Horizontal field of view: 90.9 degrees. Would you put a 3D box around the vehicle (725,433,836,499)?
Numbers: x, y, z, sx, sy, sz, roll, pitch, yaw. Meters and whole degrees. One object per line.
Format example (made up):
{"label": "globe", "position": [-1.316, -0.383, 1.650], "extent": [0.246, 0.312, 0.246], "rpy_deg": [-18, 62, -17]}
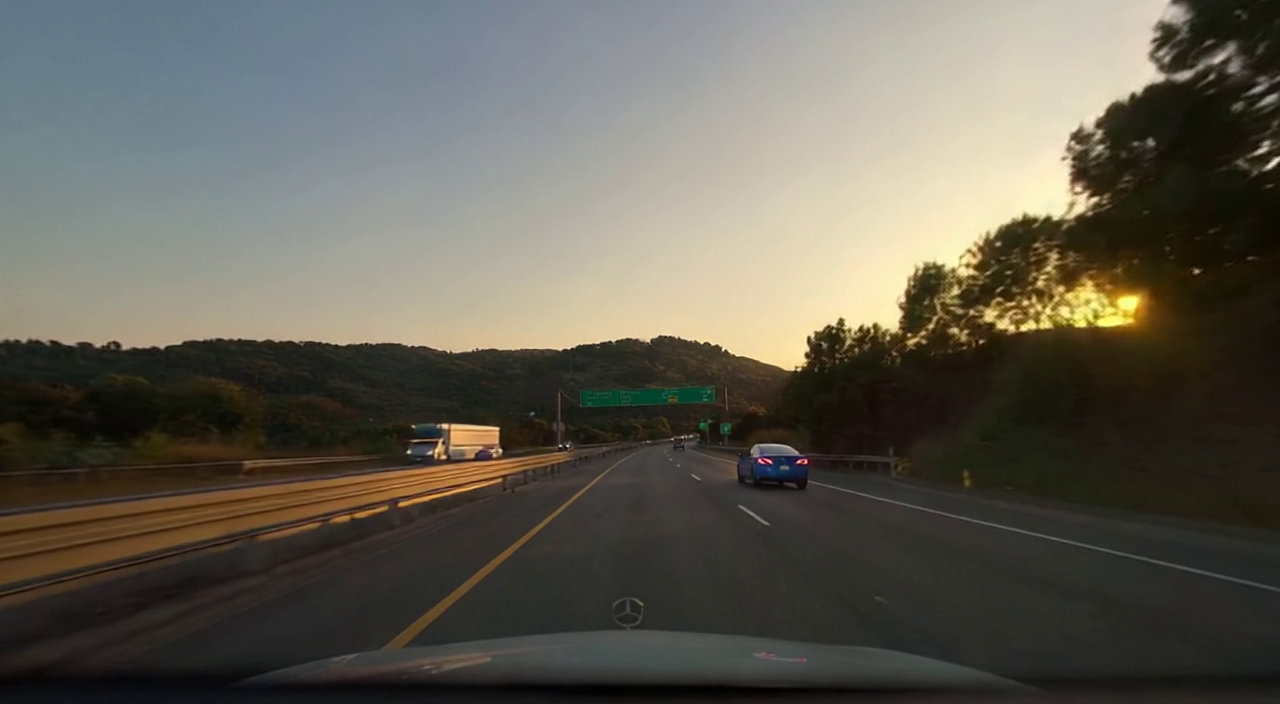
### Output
{"label": "vehicle", "position": [3.568, 2.978, 16.857], "extent": [1.997, 1.515, 4.025], "rpy_deg": [0, -9, 0]}
